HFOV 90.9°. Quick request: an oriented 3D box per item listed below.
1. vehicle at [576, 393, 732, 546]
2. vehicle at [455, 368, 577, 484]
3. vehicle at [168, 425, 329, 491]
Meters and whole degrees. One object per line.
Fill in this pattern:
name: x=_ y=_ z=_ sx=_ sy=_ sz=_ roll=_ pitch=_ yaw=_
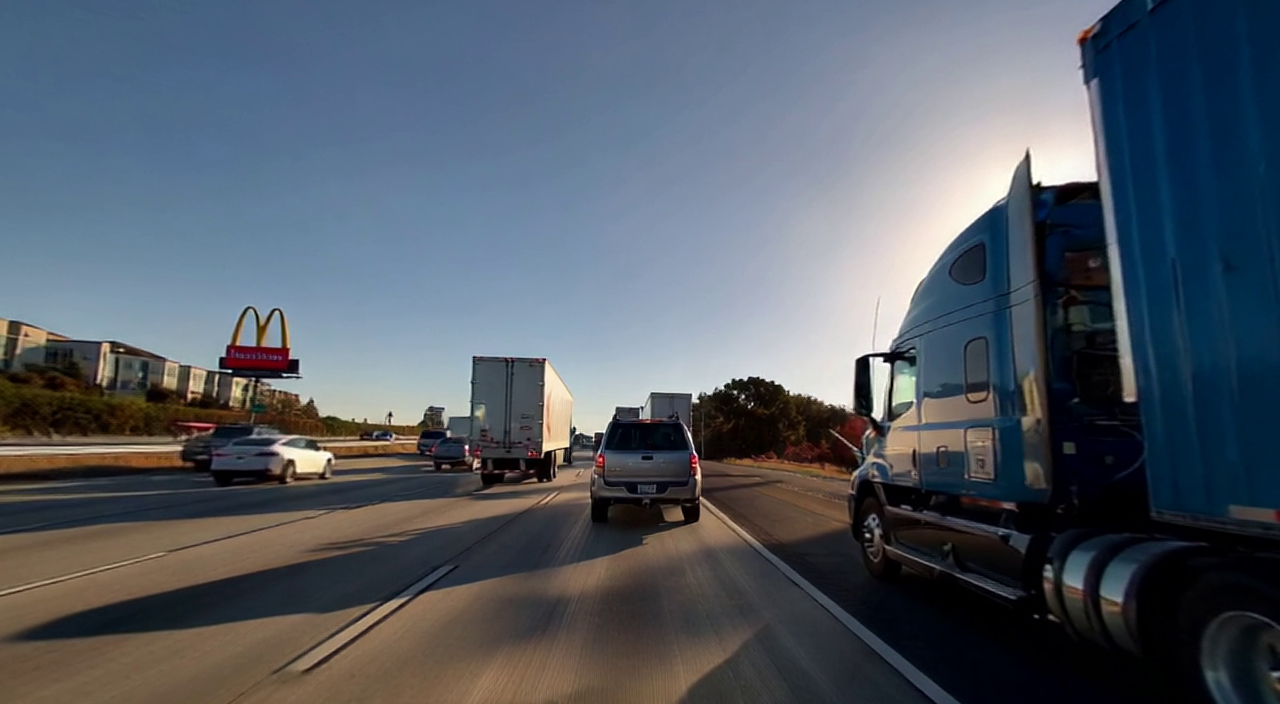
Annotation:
vehicle: x=0.112 y=1.773 z=10.001 sx=1.947 sy=1.910 sz=4.040 roll=0 pitch=-9 yaw=-2
vehicle: x=-4.177 y=2.861 z=23.442 sx=2.814 sy=3.513 sz=8.529 roll=0 pitch=-9 yaw=0
vehicle: x=-11.468 y=3.143 z=18.977 sx=1.915 sy=1.710 sz=4.670 roll=0 pitch=-9 yaw=-1
